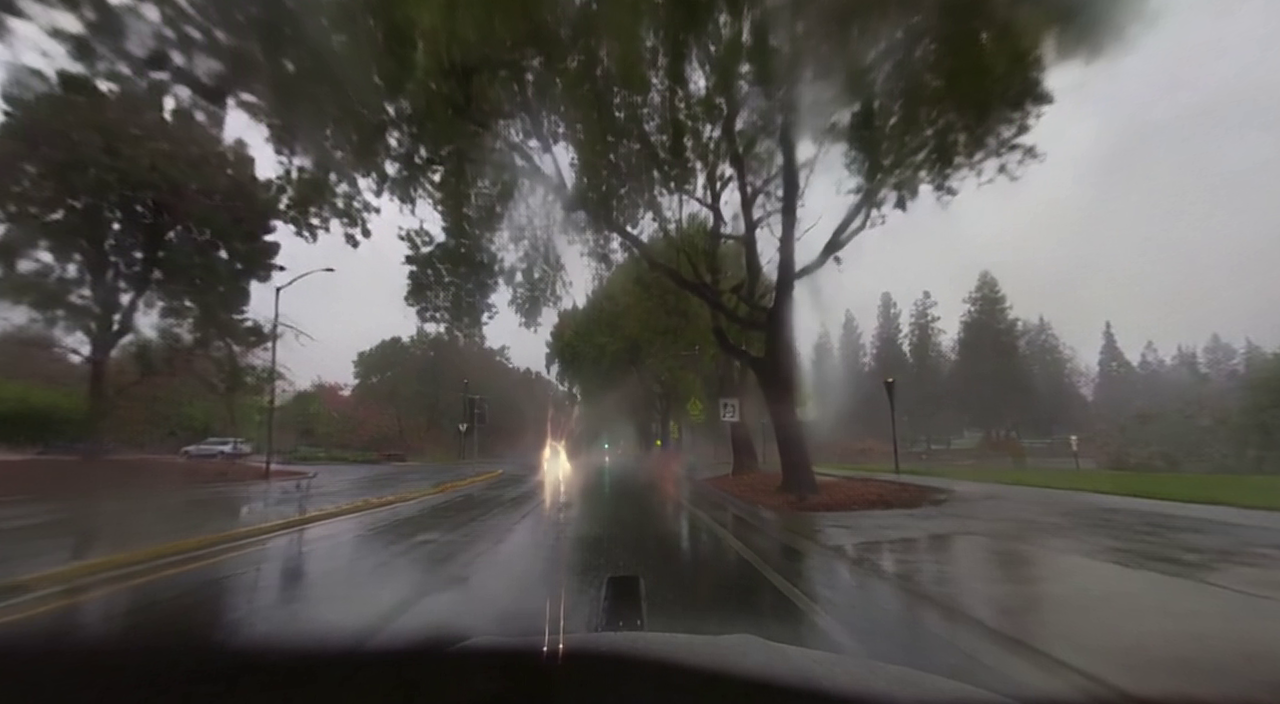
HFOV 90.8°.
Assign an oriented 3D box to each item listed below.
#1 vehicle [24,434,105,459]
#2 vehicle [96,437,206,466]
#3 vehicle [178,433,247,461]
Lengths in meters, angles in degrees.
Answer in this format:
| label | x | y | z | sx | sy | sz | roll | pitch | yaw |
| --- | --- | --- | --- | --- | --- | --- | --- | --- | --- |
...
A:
| label | x | y | z | sx | sy | sz | roll | pitch | yaw |
| --- | --- | --- | --- | --- | --- | --- | --- | --- | --- |
| vehicle | -39.450 | 6.493 | 43.453 | 1.828 | 1.553 | 3.924 | 1 | -8 | 0 |
| vehicle | -26.994 | 5.481 | 34.983 | 4.534 | 1.488 | 1.930 | -1 | -8 | 2 |
| vehicle | -29.409 | 6.563 | 43.644 | 1.922 | 1.805 | 4.208 | 0 | -8 | -2 |
